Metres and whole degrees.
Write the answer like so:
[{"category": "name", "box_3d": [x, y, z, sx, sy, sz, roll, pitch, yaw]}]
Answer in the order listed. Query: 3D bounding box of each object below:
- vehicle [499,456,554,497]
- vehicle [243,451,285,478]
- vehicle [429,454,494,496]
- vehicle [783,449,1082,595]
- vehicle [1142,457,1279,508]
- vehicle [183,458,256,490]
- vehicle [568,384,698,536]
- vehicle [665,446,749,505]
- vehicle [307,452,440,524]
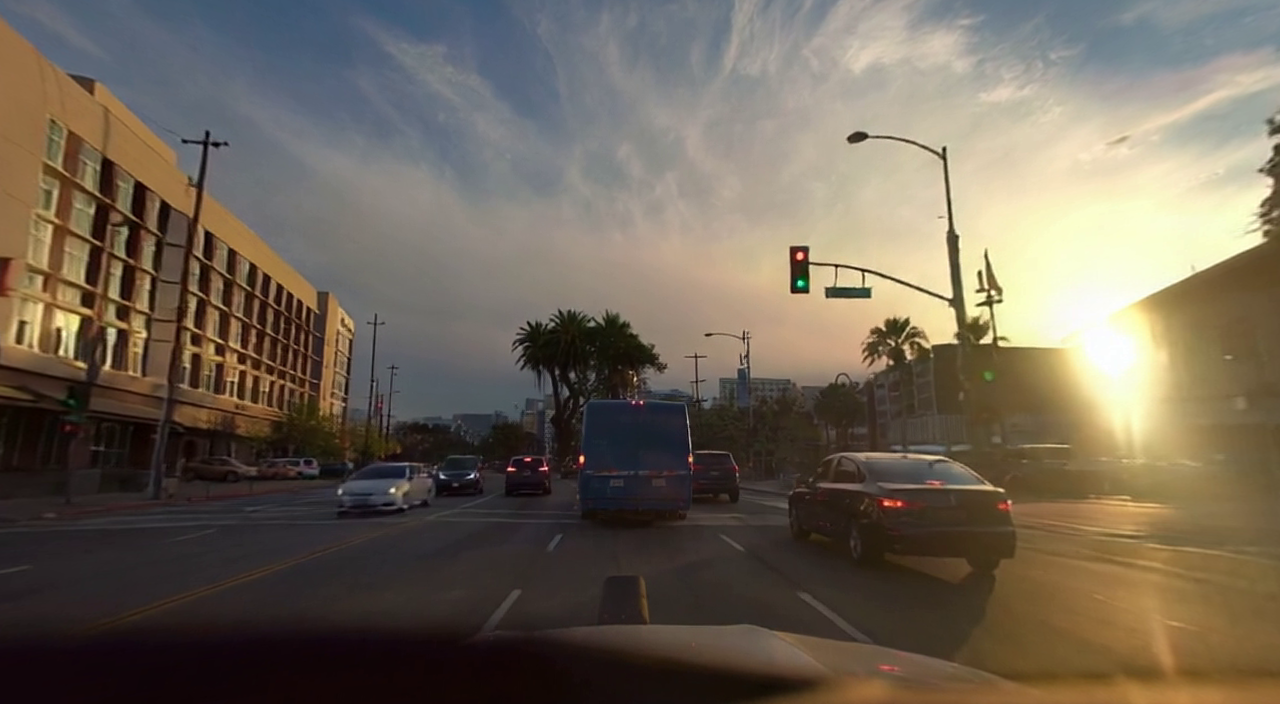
[{"category": "vehicle", "box_3d": [-4.860, 5.360, 27.413, 2.033, 1.555, 4.408, 1, -9, -6]}, {"category": "vehicle", "box_3d": [-29.082, 8.684, 48.672, 1.981, 1.887, 4.441, 3, -9, -22]}, {"category": "vehicle", "box_3d": [-7.999, 5.527, 28.537, 2.165, 1.690, 4.322, 1, -9, -7]}, {"category": "vehicle", "box_3d": [3.676, 2.186, 9.088, 1.978, 1.507, 4.636, 0, -9, -2]}, {"category": "vehicle", "box_3d": [23.947, 5.220, 25.560, 2.111, 1.804, 4.910, 5, -10, -27]}, {"category": "vehicle", "box_3d": [-24.046, 6.966, 36.071, 1.974, 1.597, 4.606, 2, -9, -14]}, {"category": "vehicle", "box_3d": [-0.389, 2.562, 15.423, 2.517, 2.926, 6.177, 1, -9, -5]}, {"category": "vehicle", "box_3d": [2.375, 4.587, 23.914, 2.157, 1.944, 5.423, 1, -9, -5]}, {"category": "vehicle", "box_3d": [-6.511, 3.321, 15.857, 1.801, 1.524, 3.974, 0, -9, -3]}]
